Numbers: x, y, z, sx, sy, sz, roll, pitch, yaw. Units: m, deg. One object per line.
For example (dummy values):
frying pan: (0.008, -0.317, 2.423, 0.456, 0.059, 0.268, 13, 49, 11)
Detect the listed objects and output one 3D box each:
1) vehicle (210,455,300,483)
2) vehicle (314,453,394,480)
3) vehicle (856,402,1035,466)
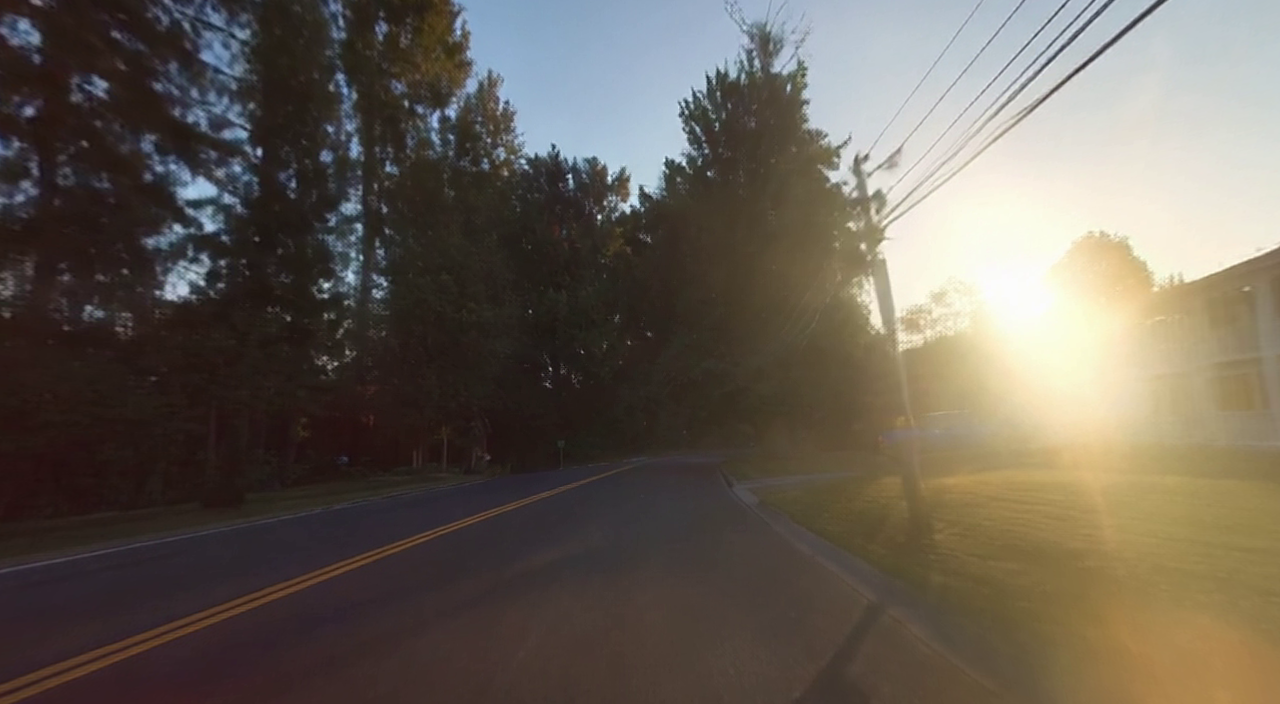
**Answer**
vehicle: (-25.025, 7.608, 41.043, 4.751, 1.489, 2.052, -5, -9, 8)
vehicle: (-18.233, 7.316, 40.255, 4.270, 1.481, 1.972, -4, -9, 10)
vehicle: (11.673, 3.238, 24.533, 5.704, 1.788, 2.095, -7, -11, 9)
